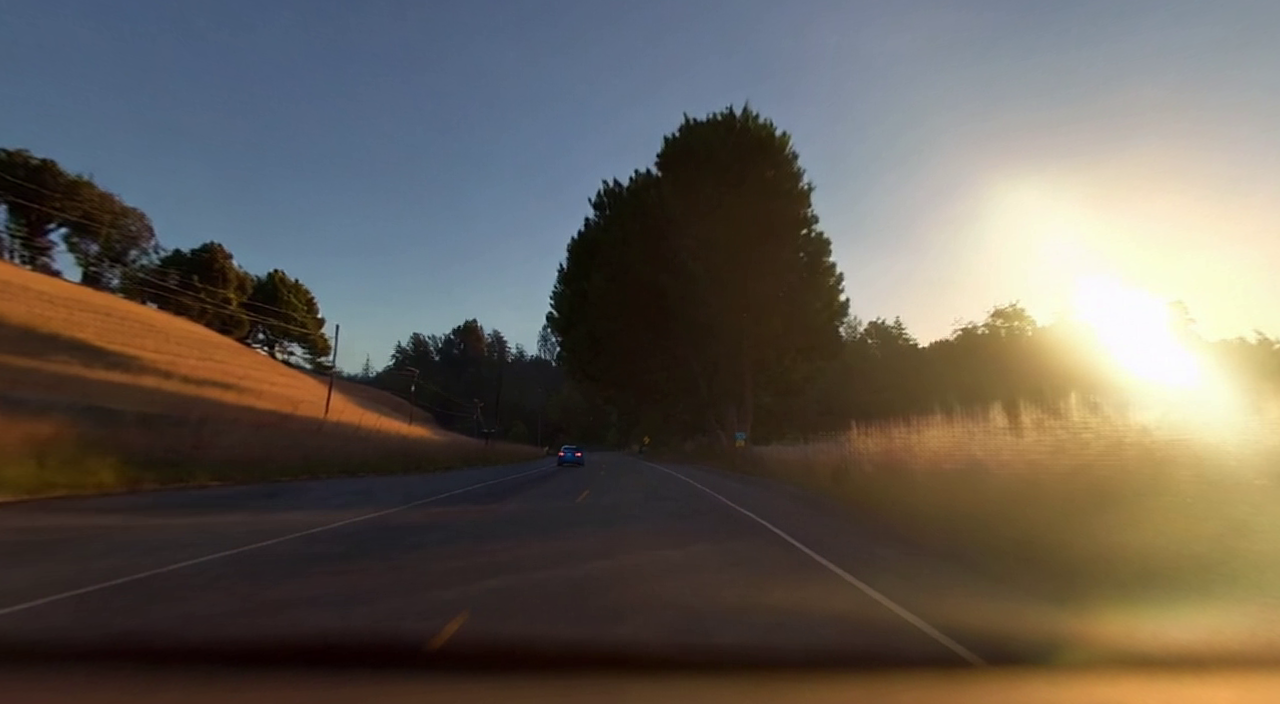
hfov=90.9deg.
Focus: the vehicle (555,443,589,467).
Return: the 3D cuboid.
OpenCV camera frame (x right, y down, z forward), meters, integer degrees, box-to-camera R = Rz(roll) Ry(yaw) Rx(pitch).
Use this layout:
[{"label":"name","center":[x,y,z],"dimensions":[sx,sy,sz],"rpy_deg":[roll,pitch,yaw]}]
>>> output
[{"label":"vehicle","center":[-4.496,6.920,42.385],"dimensions":[1.968,1.503,4.443],"rpy_deg":[1,-9,-3]}]
